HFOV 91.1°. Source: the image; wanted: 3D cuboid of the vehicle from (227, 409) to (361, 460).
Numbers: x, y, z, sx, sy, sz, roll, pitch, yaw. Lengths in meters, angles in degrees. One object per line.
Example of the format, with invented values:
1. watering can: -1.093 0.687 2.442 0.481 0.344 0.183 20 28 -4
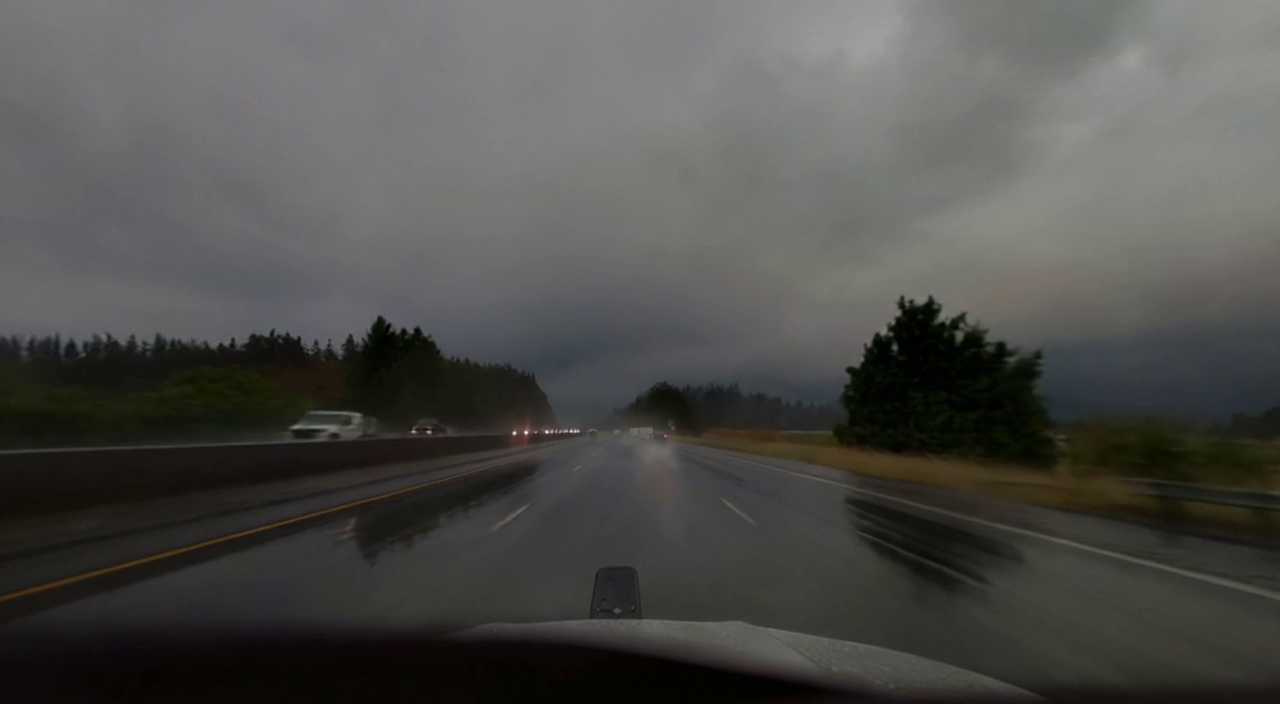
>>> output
1. vehicle: -13.318 3.257 24.736 2.190 1.752 5.545 0 -8 -1
